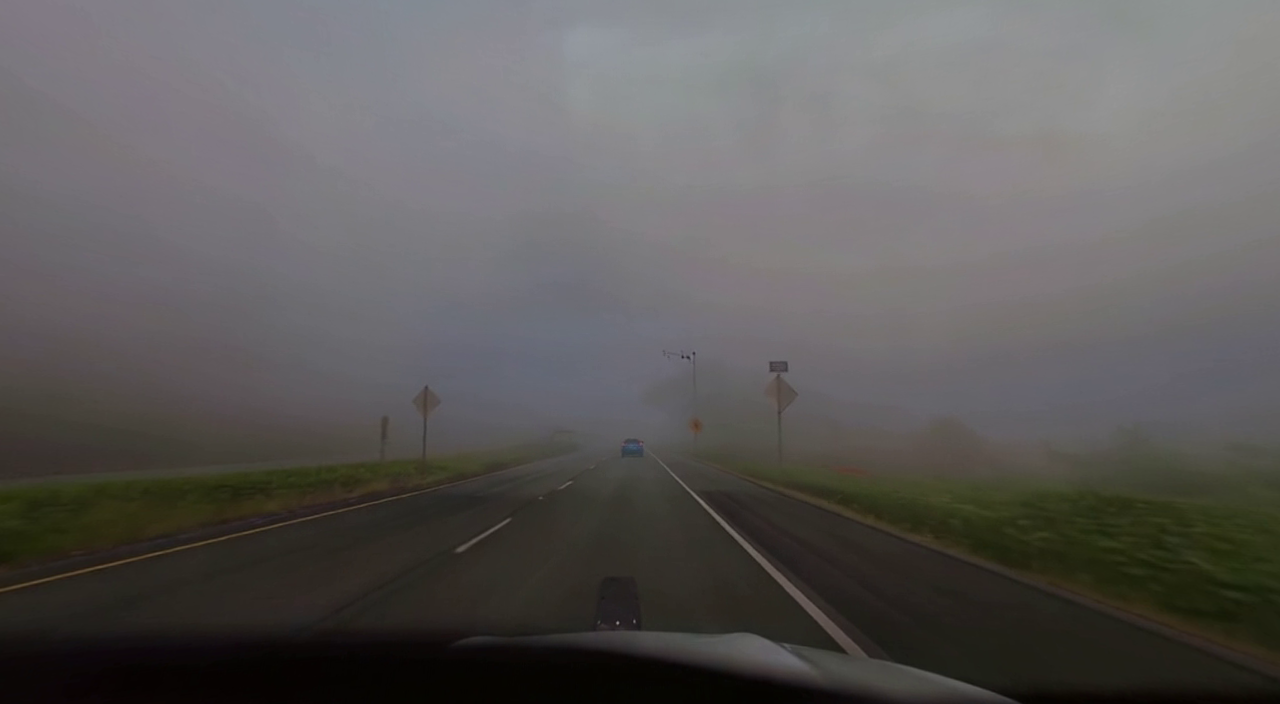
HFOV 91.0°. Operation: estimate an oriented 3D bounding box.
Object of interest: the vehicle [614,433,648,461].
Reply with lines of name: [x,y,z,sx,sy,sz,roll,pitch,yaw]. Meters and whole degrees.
vehicle: [-0.616,6.325,42.107,2.180,1.717,4.139,0,-8,-1]
